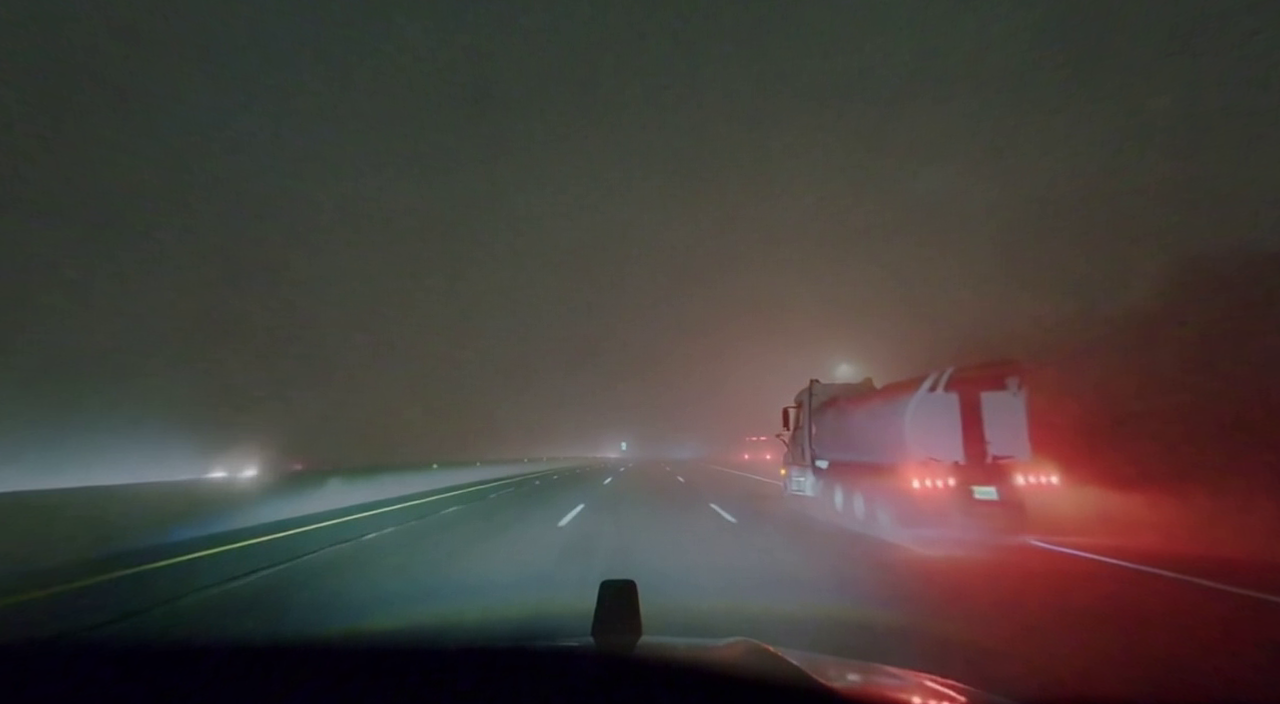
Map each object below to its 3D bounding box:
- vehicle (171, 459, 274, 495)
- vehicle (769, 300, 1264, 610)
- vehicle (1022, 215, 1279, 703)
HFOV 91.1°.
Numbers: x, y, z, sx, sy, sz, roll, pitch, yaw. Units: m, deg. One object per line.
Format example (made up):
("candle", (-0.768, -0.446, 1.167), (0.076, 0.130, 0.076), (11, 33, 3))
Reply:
("vehicle", (-19.626, 5.859, 29.801), (1.872, 1.509, 4.346), (-1, -9, 0))
("vehicle", (4.039, 1.431, 9.263), (2.436, 2.701, 7.451), (0, -9, -2))
("vehicle", (4.182, 0.536, 2.736), (2.215, 2.461, 4.234), (0, -9, -1))
